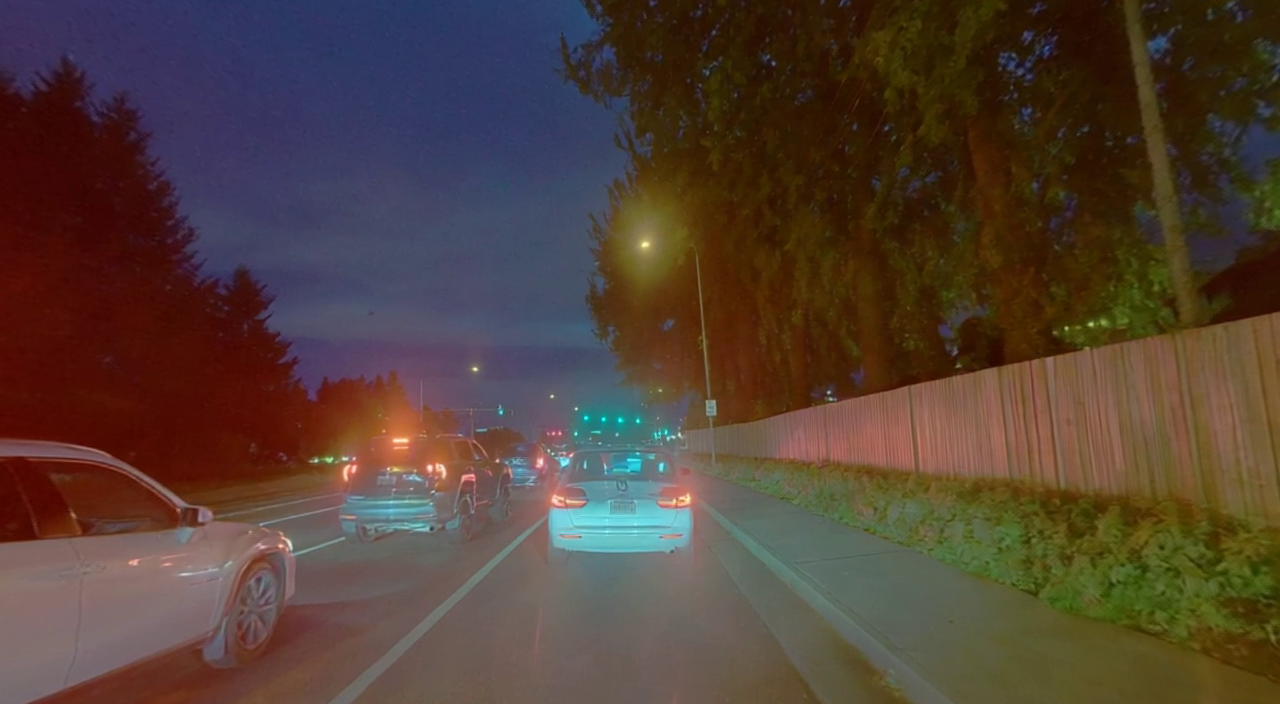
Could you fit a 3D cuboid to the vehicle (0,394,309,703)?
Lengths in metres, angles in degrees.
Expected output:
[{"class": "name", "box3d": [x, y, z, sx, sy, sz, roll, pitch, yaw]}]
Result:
[{"class": "vehicle", "box3d": [-3.078, 0.836, 1.579, 1.980, 1.520, 4.636, 0, -8, 0]}]

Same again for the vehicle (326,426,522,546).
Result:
[{"class": "vehicle", "box3d": [-3.224, 2.061, 10.261, 1.850, 1.582, 3.688, 0, -8, 0]}]

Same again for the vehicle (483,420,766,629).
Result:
[{"class": "vehicle", "box3d": [-0.136, 1.513, 6.455, 1.995, 1.460, 3.865, 0, -8, -1]}]
